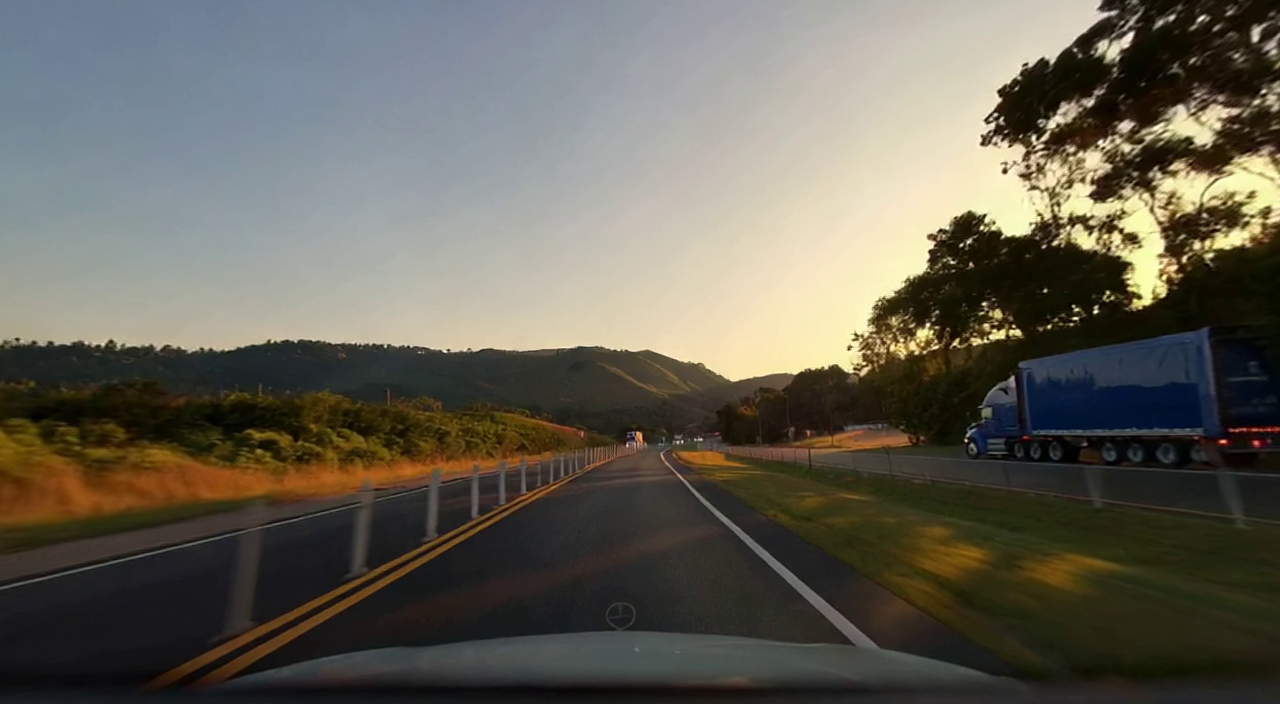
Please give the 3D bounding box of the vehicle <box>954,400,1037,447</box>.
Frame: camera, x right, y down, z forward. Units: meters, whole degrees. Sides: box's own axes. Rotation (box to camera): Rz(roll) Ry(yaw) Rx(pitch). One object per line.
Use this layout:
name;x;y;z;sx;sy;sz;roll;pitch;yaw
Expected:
vehicle;24.979;5.095;44.275;4.691;3.097;3.036;-5;-9;31
